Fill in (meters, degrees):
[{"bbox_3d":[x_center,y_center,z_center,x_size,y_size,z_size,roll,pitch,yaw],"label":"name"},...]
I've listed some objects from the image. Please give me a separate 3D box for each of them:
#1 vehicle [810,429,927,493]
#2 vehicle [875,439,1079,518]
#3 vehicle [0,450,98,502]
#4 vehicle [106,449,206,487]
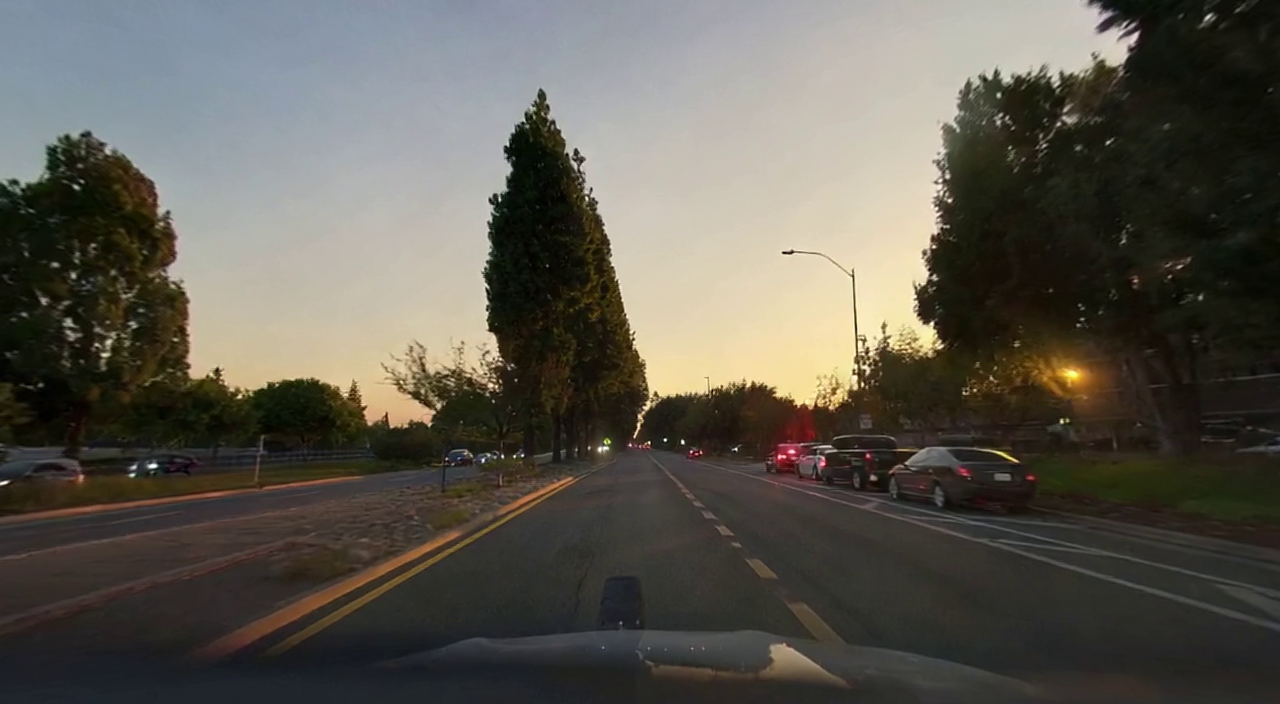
[{"bbox_3d":[7.343,3.545,20.898,1.998,1.873,4.659,0,-8,-1],"label":"vehicle"},{"bbox_3d":[7.334,2.778,14.460,1.975,1.479,4.632,0,-8,-2],"label":"vehicle"},{"bbox_3d":[-25.584,5.130,25.914,4.699,1.866,2.179,-3,-8,-2],"label":"vehicle"},{"bbox_3d":[-27.720,6.614,36.476,2.180,1.915,5.140,1,-8,-7],"label":"vehicle"}]
